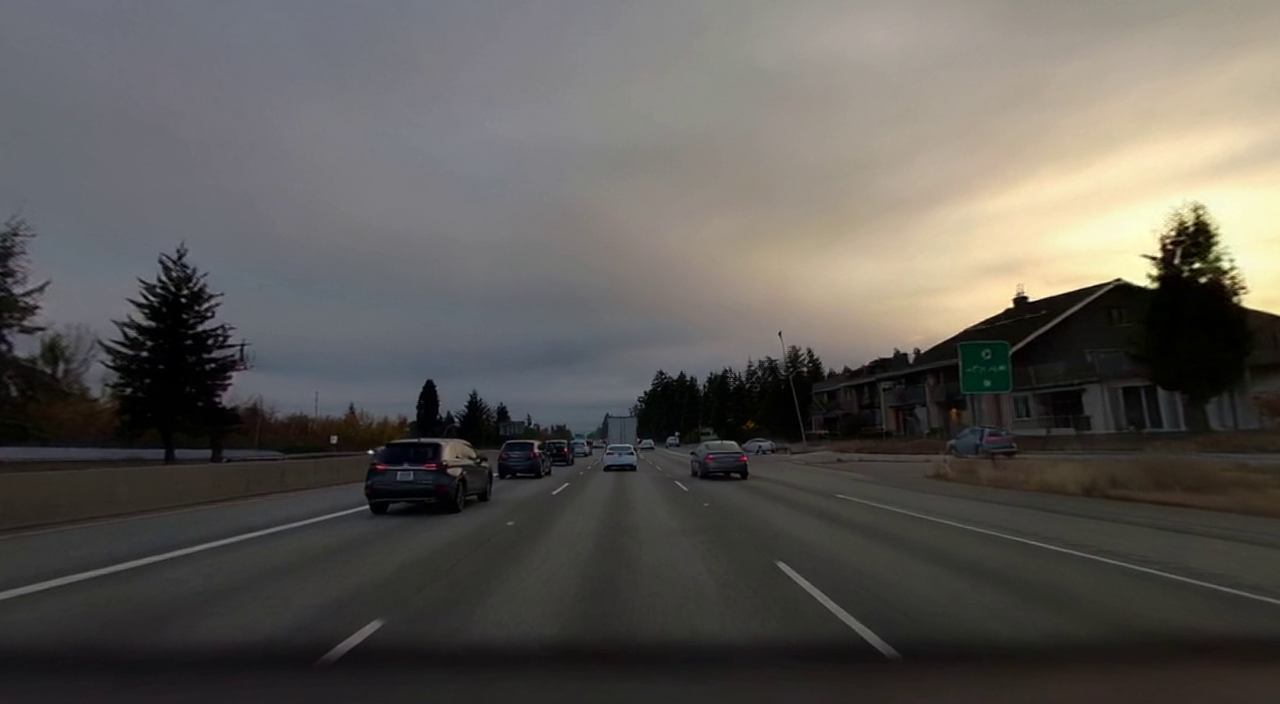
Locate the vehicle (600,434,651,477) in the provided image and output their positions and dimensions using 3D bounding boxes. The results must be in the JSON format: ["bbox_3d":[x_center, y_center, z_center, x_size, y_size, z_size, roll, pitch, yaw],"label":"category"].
[{"bbox_3d":[-0.645,4.514,27.741,2.063,1.703,4.203,0,-9,-2],"label":"vehicle"}]

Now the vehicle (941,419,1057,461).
[{"bbox_3d":[15.203,3.793,27.044,2.048,1.674,4.106,2,-9,-10],"label":"vehicle"}]

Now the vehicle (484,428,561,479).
[{"bbox_3d":[-4.828,4.294,26.875,2.301,1.944,5.482,0,-9,-1],"label":"vehicle"}]

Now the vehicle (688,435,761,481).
[{"bbox_3d":[3.097,3.986,23.978,2.027,1.554,4.252,0,-9,-2],"label":"vehicle"}]

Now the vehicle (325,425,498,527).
[{"bbox_3d":[-4.253,2.367,12.562,1.988,1.668,4.021,0,-9,-1],"label":"vehicle"}]
